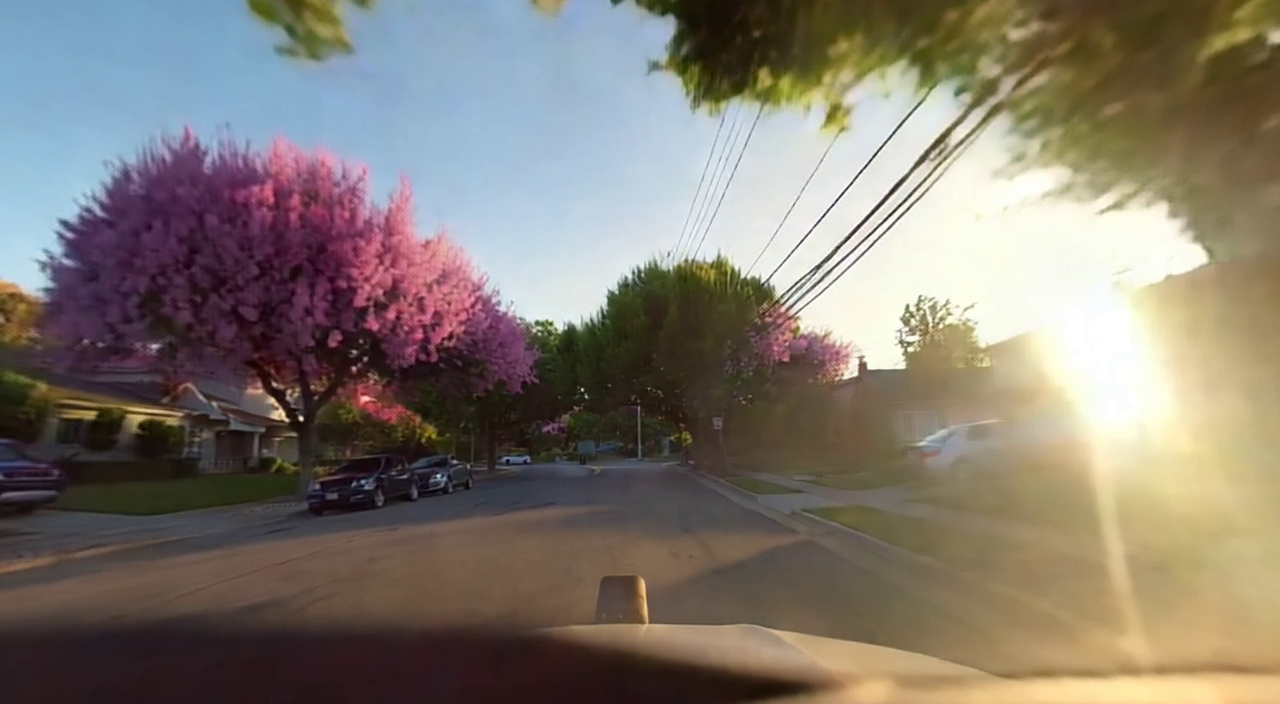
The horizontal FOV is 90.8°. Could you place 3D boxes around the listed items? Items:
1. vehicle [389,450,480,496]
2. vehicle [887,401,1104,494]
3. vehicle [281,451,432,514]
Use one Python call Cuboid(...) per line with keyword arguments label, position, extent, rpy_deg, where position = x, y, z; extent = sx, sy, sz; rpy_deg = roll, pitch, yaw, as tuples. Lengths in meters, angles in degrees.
Cuboid(label="vehicle", position=(-7.362, 4.360, 23.122), extent=(1.896, 1.484, 4.298), rpy_deg=(0, -9, 0))
Cuboid(label="vehicle", position=(8.578, 2.355, 15.562), extent=(4.025, 1.738, 1.920), rpy_deg=(-6, -9, -1))
Cuboid(label="vehicle", position=(-7.625, 3.527, 17.624), extent=(2.034, 1.493, 4.524), rpy_deg=(0, -9, 1))
